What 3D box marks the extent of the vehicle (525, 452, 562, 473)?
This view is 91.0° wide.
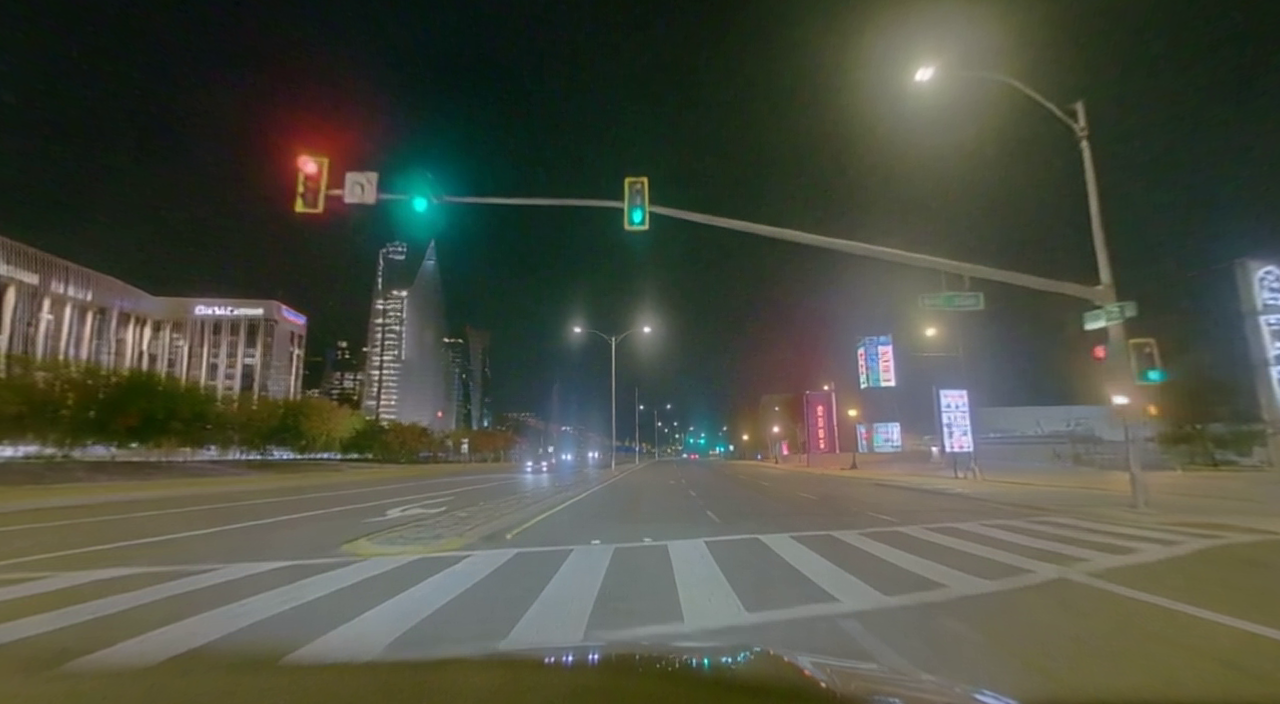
[{"bbox_3d":[-7.262,8.374,47.738,1.866,1.463,4.378,0,-9,3],"label":"vehicle"}]
